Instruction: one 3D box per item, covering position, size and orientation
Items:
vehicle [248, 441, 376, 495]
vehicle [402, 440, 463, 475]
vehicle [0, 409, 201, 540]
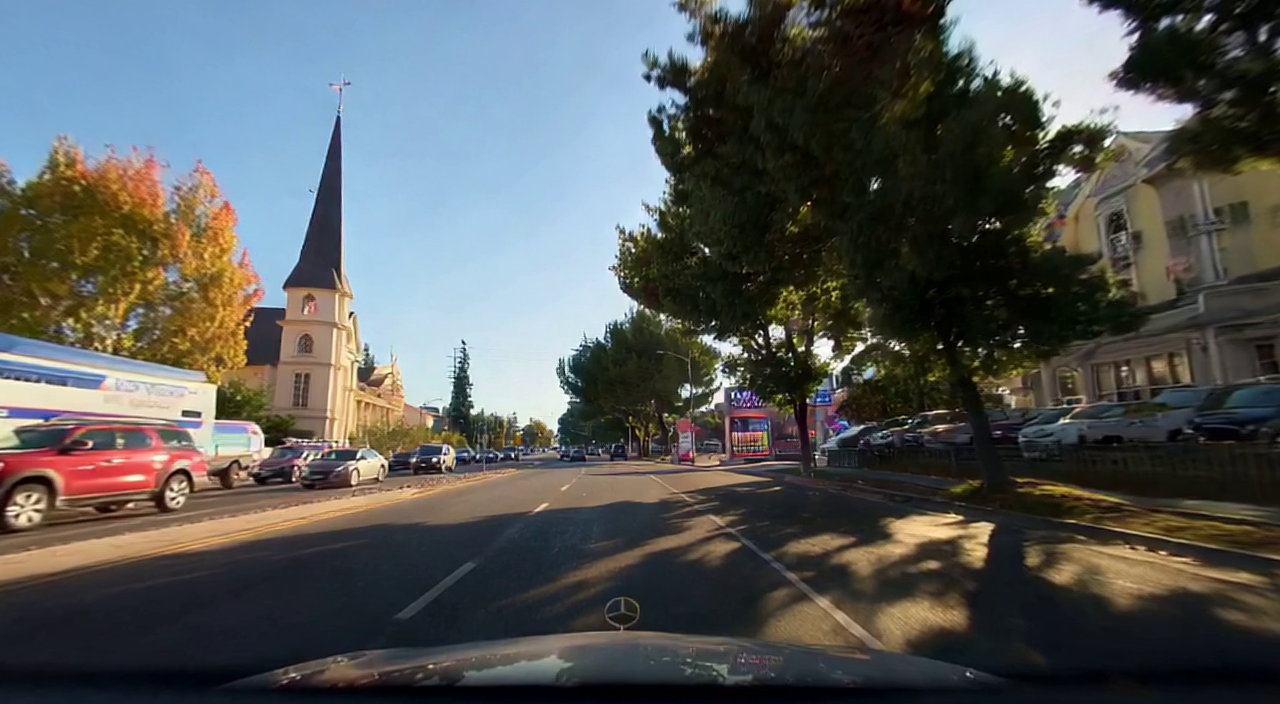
[{"bbox_3d":[-11.510,4.070,22.653,2.134,1.705,4.710,0,-8,-1],"label":"vehicle"},{"bbox_3d":[-12.391,6.337,38.124,2.206,1.922,4.968,0,-8,-2],"label":"vehicle"},{"bbox_3d":[-11.504,2.245,11.989,2.292,2.096,5.647,0,-8,-1],"label":"vehicle"}]
